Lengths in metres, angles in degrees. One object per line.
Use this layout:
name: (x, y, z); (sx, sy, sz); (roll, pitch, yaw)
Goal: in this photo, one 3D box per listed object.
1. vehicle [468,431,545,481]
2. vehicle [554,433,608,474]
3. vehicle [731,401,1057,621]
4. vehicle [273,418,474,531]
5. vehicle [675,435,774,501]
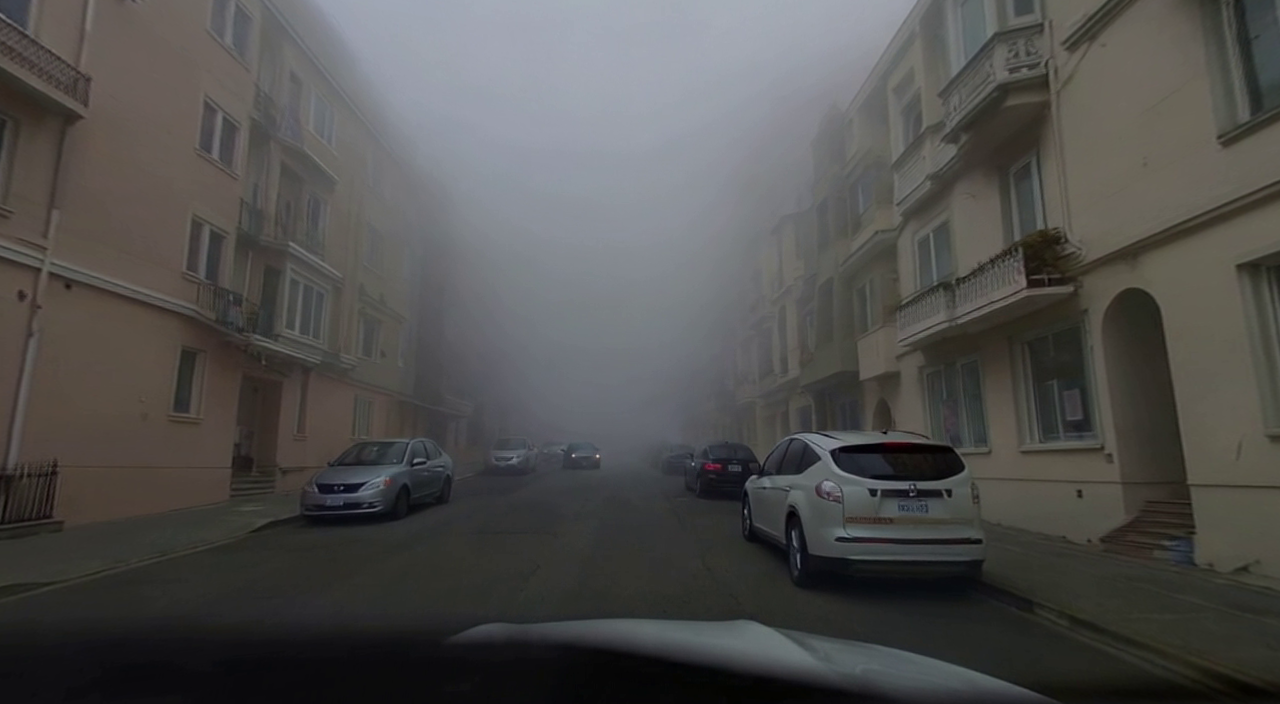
vehicle: (-4.826, 3.813, 23.294); (1.942, 1.521, 3.761); (5, -9, 0)
vehicle: (-2.289, 4.032, 25.286); (1.845, 1.544, 3.388); (0, -8, 0)
vehicle: (2.256, 1.495, 6.896); (1.839, 1.678, 3.918); (0, -8, -1)
vehicle: (-4.549, 2.183, 11.620); (1.883, 1.499, 4.426); (6, -10, -3)
vehicle: (2.003, 2.871, 16.152); (1.786, 1.447, 4.314); (0, -8, -2)
